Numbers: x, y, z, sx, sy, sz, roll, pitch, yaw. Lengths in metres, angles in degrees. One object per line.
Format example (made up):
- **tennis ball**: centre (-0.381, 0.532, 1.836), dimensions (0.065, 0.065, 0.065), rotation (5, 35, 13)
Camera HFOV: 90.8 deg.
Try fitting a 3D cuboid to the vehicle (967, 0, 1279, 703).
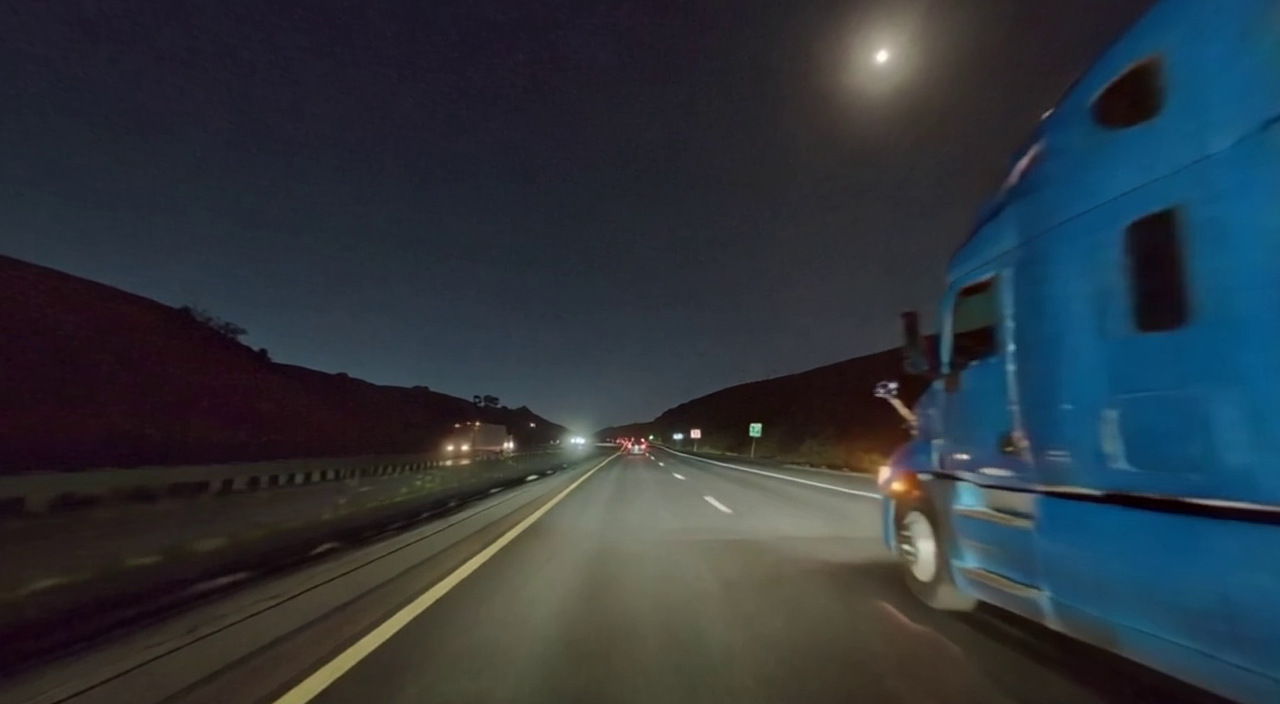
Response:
- **vehicle**: centre (4.122, -0.308, 1.795), dimensions (3.568, 3.906, 4.895), rotation (0, -8, 0)
